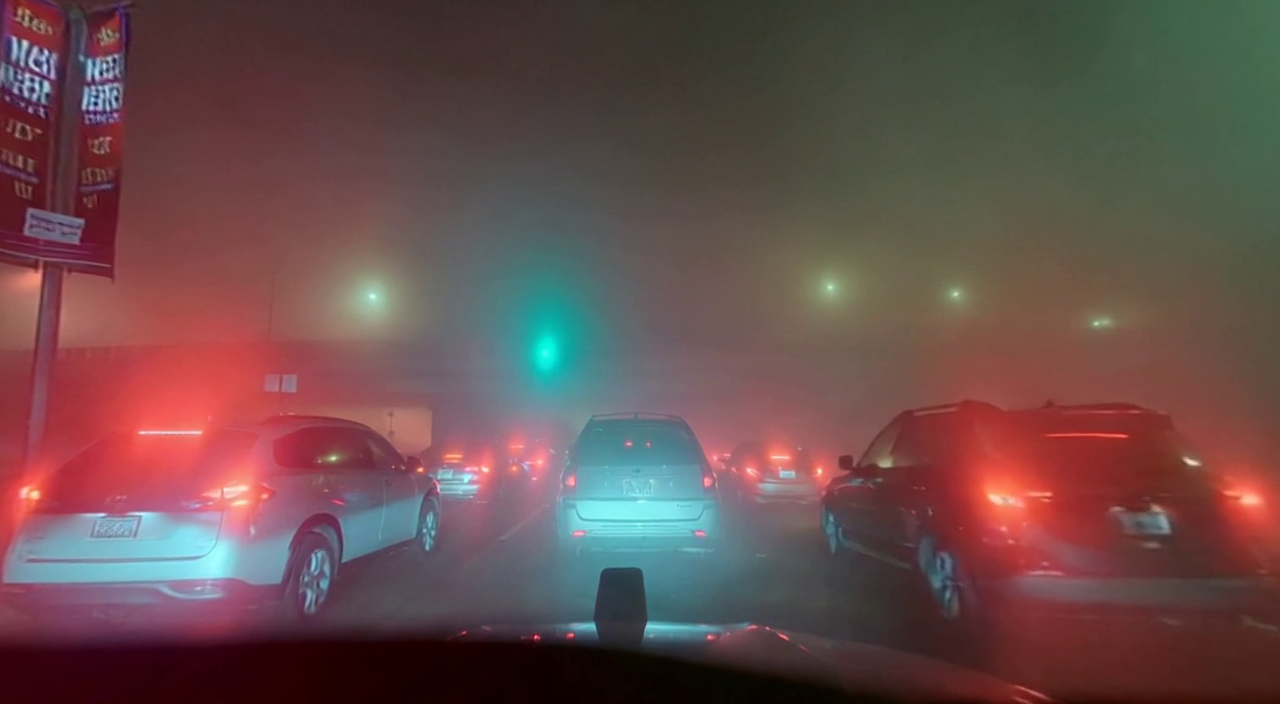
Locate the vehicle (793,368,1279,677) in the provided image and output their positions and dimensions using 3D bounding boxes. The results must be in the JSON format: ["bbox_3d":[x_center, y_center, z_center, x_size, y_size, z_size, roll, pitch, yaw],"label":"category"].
[{"bbox_3d":[3.144,1.336,6.106,2.016,1.804,4.681,0,-9,-1],"label":"vehicle"}]

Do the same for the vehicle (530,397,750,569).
[{"bbox_3d":[-0.078,1.770,9.210,2.409,1.864,4.471,0,-9,-2],"label":"vehicle"}]

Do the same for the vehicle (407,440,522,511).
[{"bbox_3d":[-4.153,2.946,15.429,1.797,1.505,3.506,0,-9,0],"label":"vehicle"}]

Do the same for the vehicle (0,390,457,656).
[{"bbox_3d":[-3.495,1.423,6.264,2.039,1.709,4.265,0,-9,0],"label":"vehicle"}]
